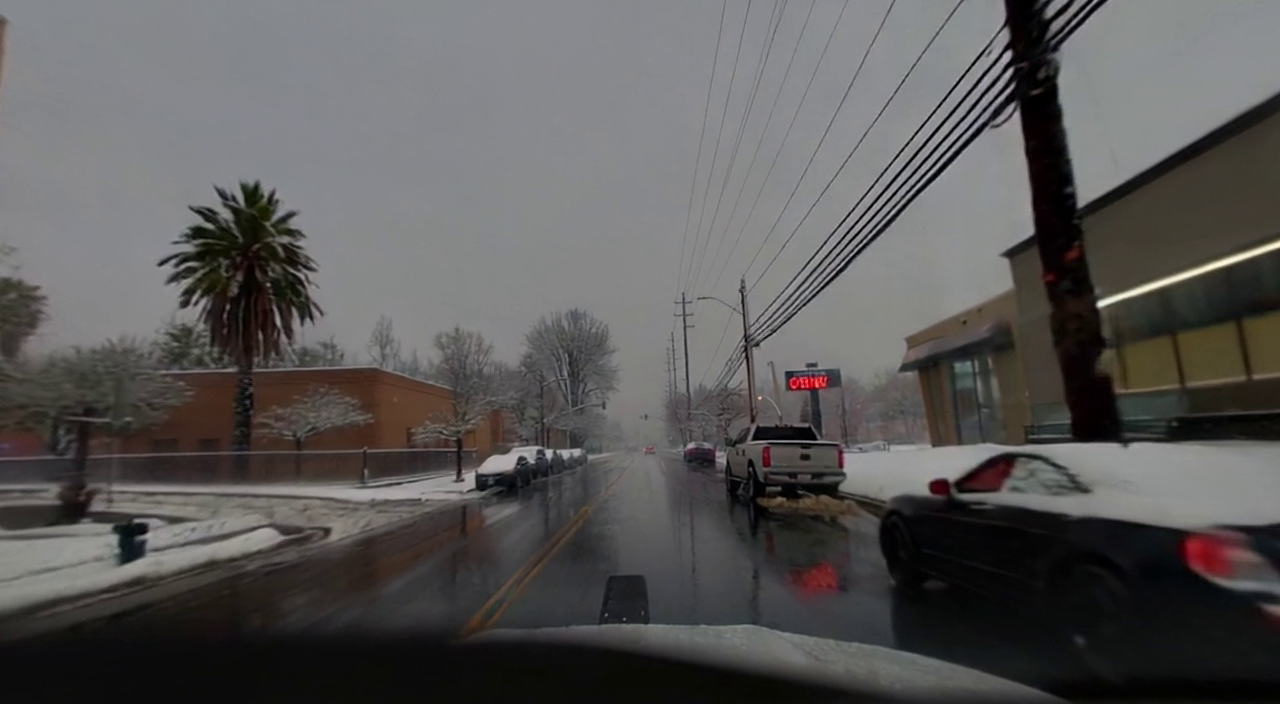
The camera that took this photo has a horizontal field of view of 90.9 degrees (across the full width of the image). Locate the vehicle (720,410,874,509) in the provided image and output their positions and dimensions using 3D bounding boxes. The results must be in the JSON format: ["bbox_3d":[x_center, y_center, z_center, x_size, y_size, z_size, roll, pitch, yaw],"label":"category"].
[{"bbox_3d":[3.800,2.782,16.764,2.485,2.123,6.029,0,-8,0],"label":"vehicle"}]

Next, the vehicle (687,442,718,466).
[{"bbox_3d":[4.384,7.266,45.172,1.948,1.607,4.873,-1,-8,3],"label":"vehicle"}]

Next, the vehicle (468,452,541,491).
[{"bbox_3d":[-5.661,5.012,26.895,1.982,1.453,4.577,-1,-8,2],"label":"vehicle"}]

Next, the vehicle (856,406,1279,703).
[{"bbox_3d":[3.545,1.287,4.628,2.060,1.513,4.741,0,-8,-2],"label":"vehicle"}]
